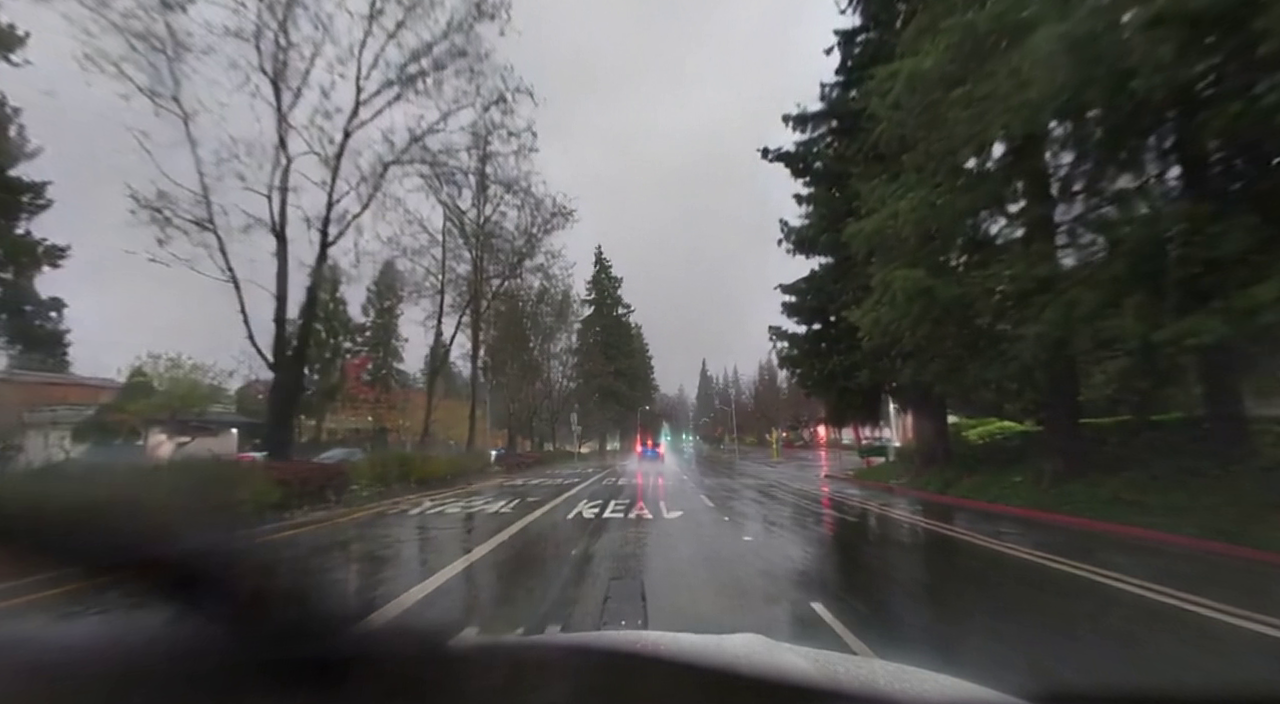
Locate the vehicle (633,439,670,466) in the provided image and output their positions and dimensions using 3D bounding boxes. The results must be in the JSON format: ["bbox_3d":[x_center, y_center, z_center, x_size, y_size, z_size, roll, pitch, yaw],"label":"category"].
[{"bbox_3d":[0.703,6.046,37.858,2.144,1.505,4.128,0,-9,2],"label":"vehicle"}]

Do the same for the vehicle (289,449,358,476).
[{"bbox_3d":[-20.409,7.096,40.661,1.936,1.611,4.584,0,-9,2],"label":"vehicle"}]

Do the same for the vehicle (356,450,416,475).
[{"bbox_3d":[-16.266,7.055,40.400,1.824,1.462,4.520,0,-9,2],"label":"vehicle"}]
